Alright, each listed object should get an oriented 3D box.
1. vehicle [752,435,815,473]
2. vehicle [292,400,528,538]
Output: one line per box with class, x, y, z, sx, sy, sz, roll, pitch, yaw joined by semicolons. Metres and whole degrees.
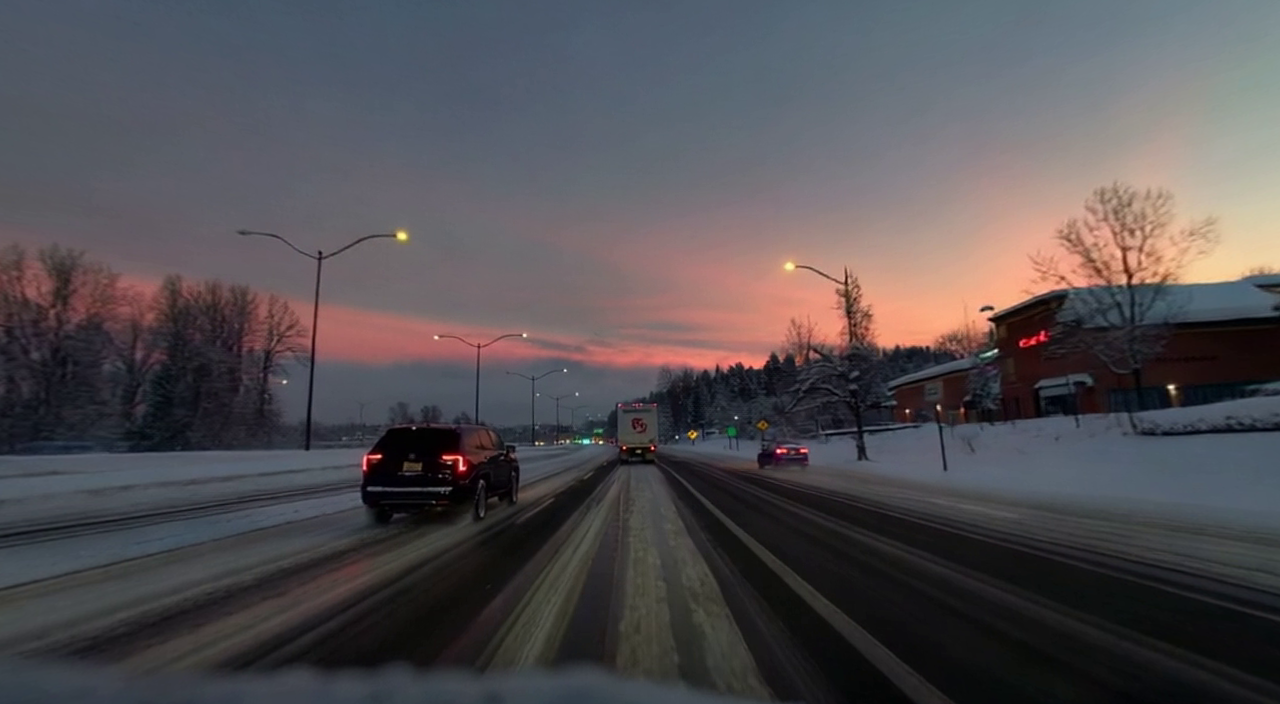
vehicle;6.824;4.898;30.325;1.958;1.681;4.109;0;-9;-2
vehicle;-3.510;1.930;10.895;2.178;1.826;4.933;0;-9;1
